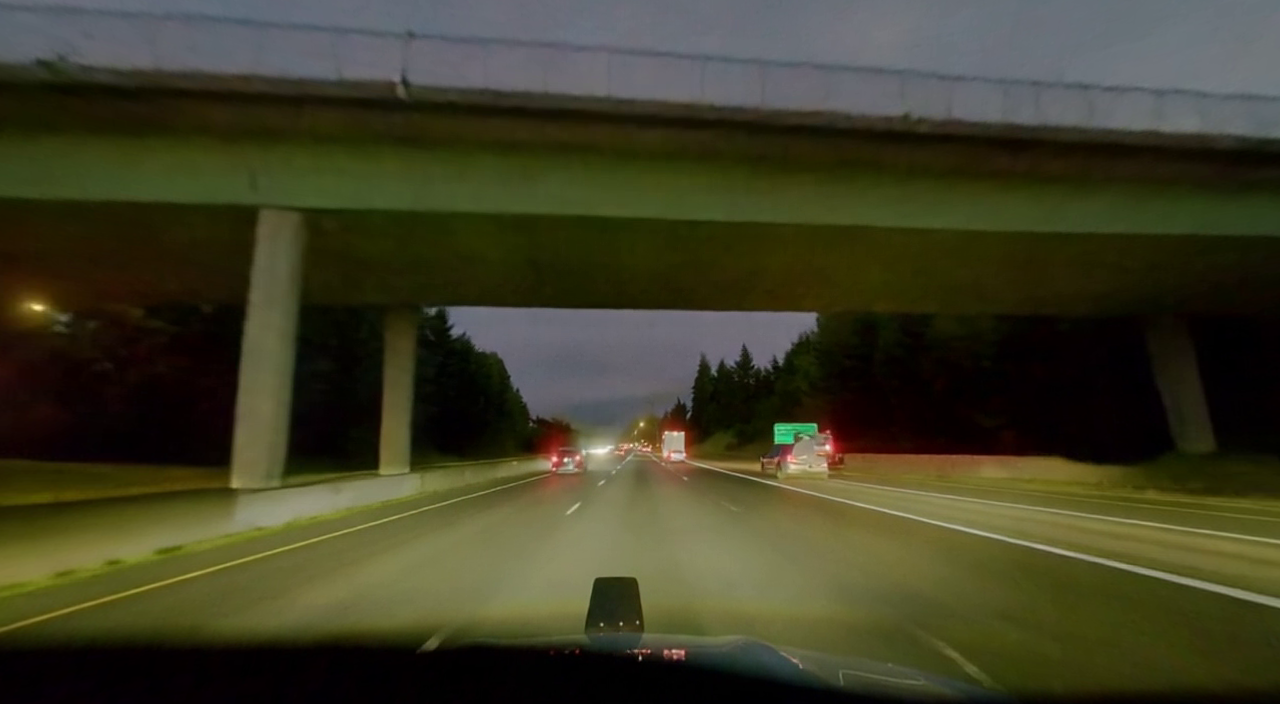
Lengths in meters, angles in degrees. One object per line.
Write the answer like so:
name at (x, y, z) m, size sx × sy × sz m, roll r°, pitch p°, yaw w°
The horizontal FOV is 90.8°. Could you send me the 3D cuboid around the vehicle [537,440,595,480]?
vehicle at (-3.535, 5.279, 30.993) m, size 2.238 × 1.792 × 4.518 m, roll 0°, pitch -9°, yaw 1°
